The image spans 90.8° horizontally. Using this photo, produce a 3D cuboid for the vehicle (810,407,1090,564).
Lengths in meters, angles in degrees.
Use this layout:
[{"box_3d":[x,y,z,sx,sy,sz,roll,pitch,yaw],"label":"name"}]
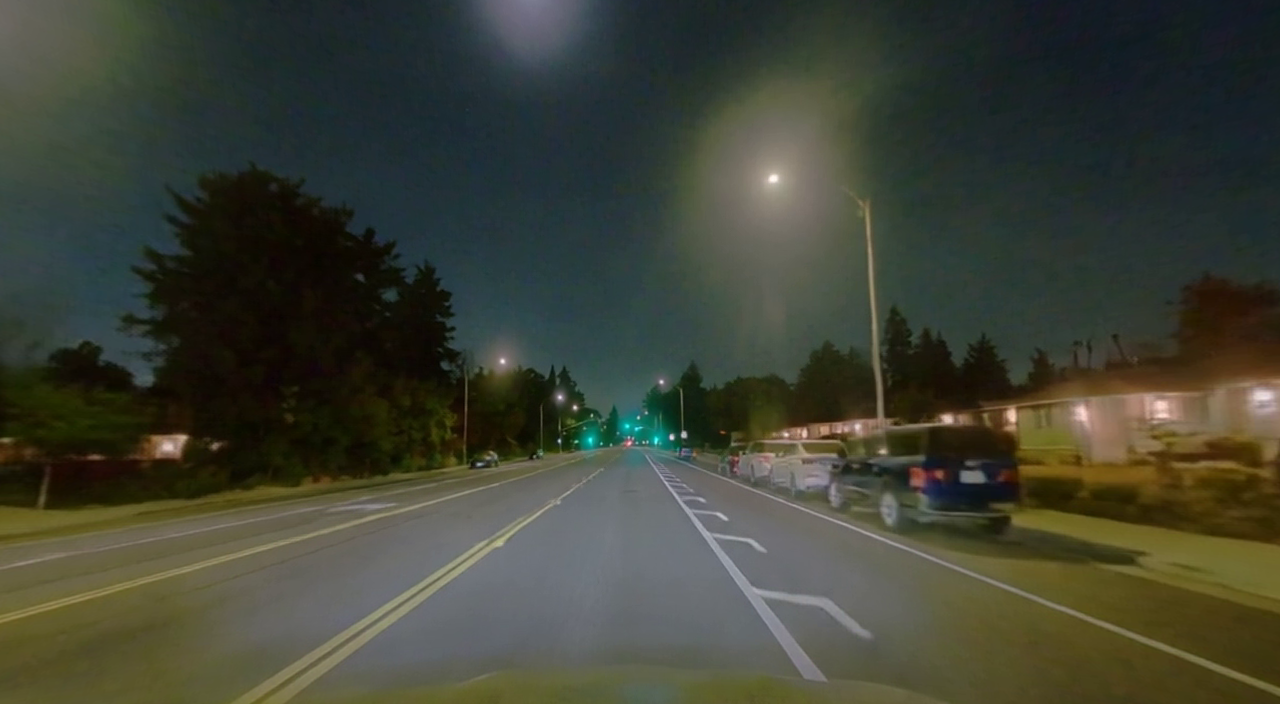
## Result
[{"box_3d":[4.470,1.991,10.381,2.074,1.838,5.402,1,-8,3],"label":"vehicle"}]
